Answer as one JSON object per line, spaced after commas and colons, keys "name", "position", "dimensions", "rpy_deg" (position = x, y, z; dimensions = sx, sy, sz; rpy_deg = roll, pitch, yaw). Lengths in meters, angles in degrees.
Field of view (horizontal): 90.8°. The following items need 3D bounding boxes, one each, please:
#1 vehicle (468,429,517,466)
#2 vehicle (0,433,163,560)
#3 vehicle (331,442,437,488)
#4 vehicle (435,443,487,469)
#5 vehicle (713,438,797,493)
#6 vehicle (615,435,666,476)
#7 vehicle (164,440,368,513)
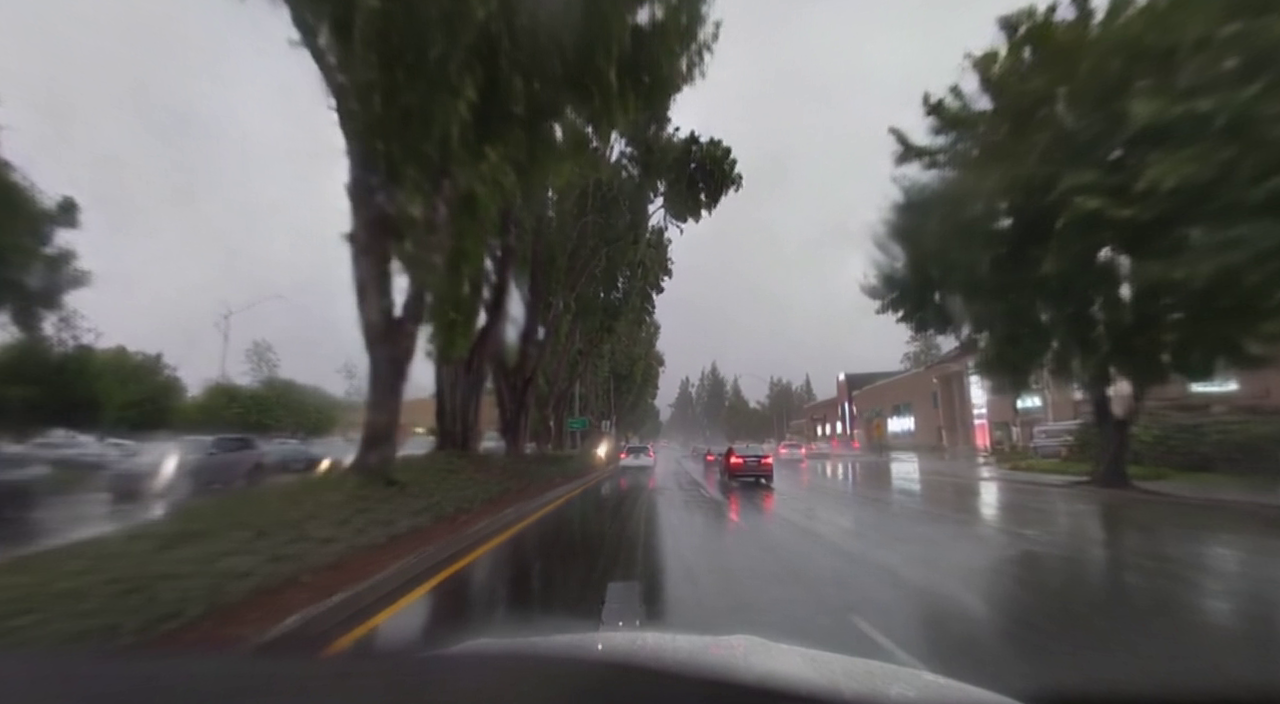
{"name": "vehicle", "position": [-11.222, 7.299, 48.562], "dimensions": [2.263, 2.542, 5.913], "rpy_deg": [-2, -8, 1]}
{"name": "vehicle", "position": [-8.478, 1.718, 7.571], "dimensions": [1.992, 1.465, 4.458], "rpy_deg": [0, -9, 0]}
{"name": "vehicle", "position": [-8.908, 3.960, 22.444], "dimensions": [1.850, 1.447, 4.436], "rpy_deg": [0, -9, 0]}
{"name": "vehicle", "position": [-11.345, 6.617, 40.383], "dimensions": [1.923, 1.502, 4.422], "rpy_deg": [0, -9, 1]}
{"name": "vehicle", "position": [3.426, 3.457, 19.576], "dimensions": [1.852, 1.498, 3.825], "rpy_deg": [0, -9, 0]}
{"name": "vehicle", "position": [0.068, 4.616, 28.285], "dimensions": [2.101, 1.694, 3.979], "rpy_deg": [0, -9, 2]}
{"name": "vehicle", "position": [-8.434, 2.815, 14.861], "dimensions": [2.007, 1.443, 4.447], "rpy_deg": [0, -9, 1]}
